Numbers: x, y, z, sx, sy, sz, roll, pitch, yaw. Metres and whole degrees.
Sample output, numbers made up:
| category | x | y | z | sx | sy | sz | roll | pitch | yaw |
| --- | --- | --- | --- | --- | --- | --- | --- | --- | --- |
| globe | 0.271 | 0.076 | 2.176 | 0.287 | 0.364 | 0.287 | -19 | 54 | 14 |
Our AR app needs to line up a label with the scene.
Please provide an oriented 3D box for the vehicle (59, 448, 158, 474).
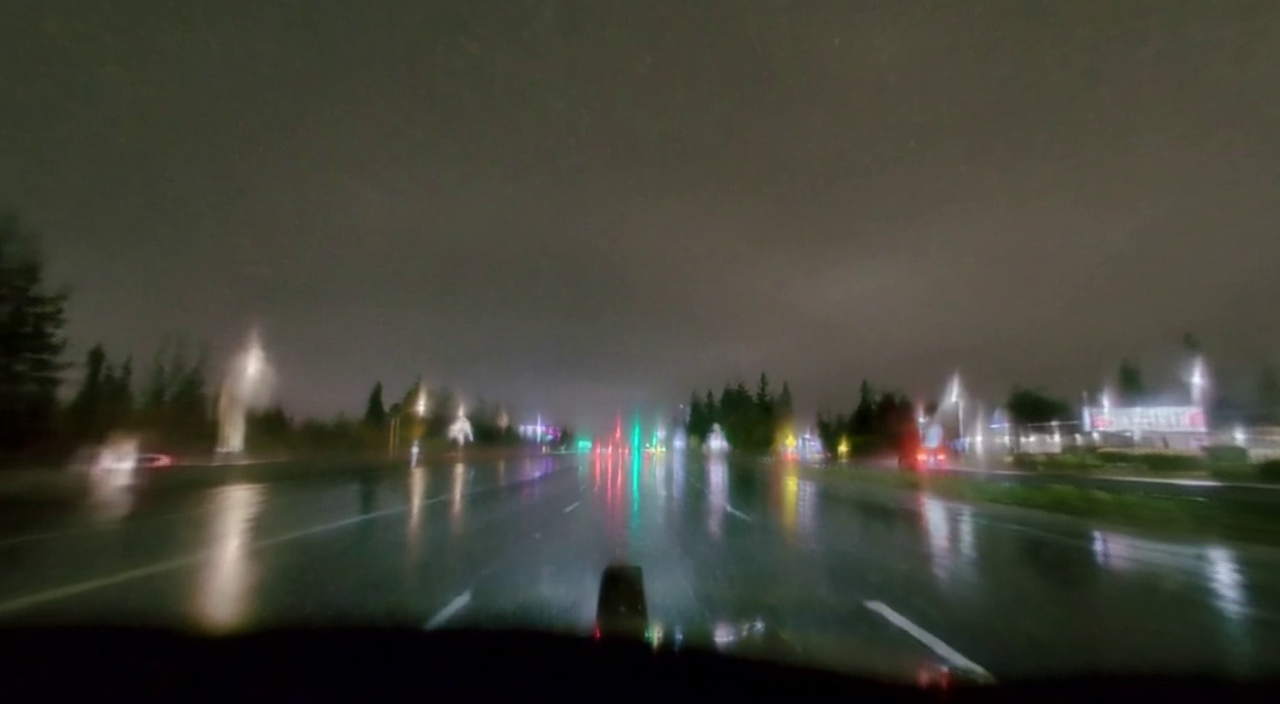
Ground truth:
| category | x | y | z | sx | sy | sz | roll | pitch | yaw |
| --- | --- | --- | --- | --- | --- | --- | --- | --- | --- |
| vehicle | -38.722 | 7.921 | 46.194 | 2.144 | 1.739 | 5.749 | 0 | -9 | 1 |
